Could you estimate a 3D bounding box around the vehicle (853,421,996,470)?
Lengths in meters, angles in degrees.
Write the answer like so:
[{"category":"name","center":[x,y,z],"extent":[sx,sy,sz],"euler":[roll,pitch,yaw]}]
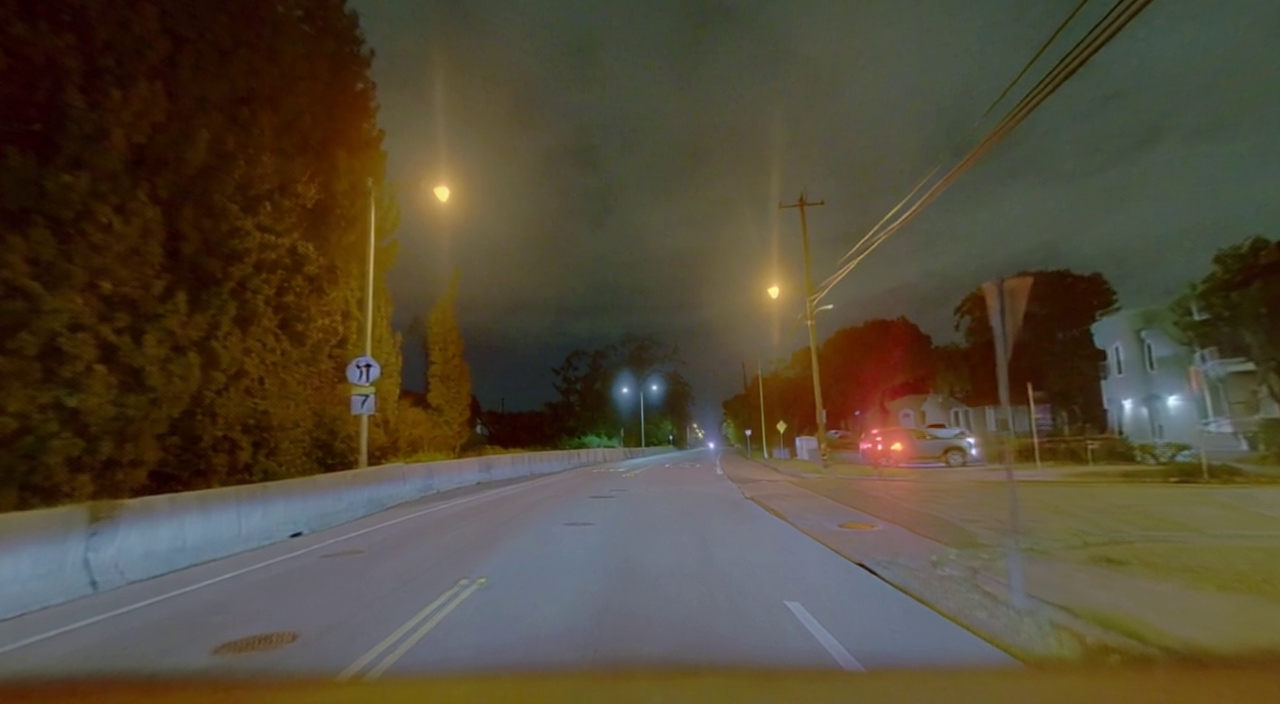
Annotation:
[{"category":"vehicle","center":[10.862,3.600,24.354],"extent":[4.614,1.764,1.860],"euler":[0,-8,6]}]
